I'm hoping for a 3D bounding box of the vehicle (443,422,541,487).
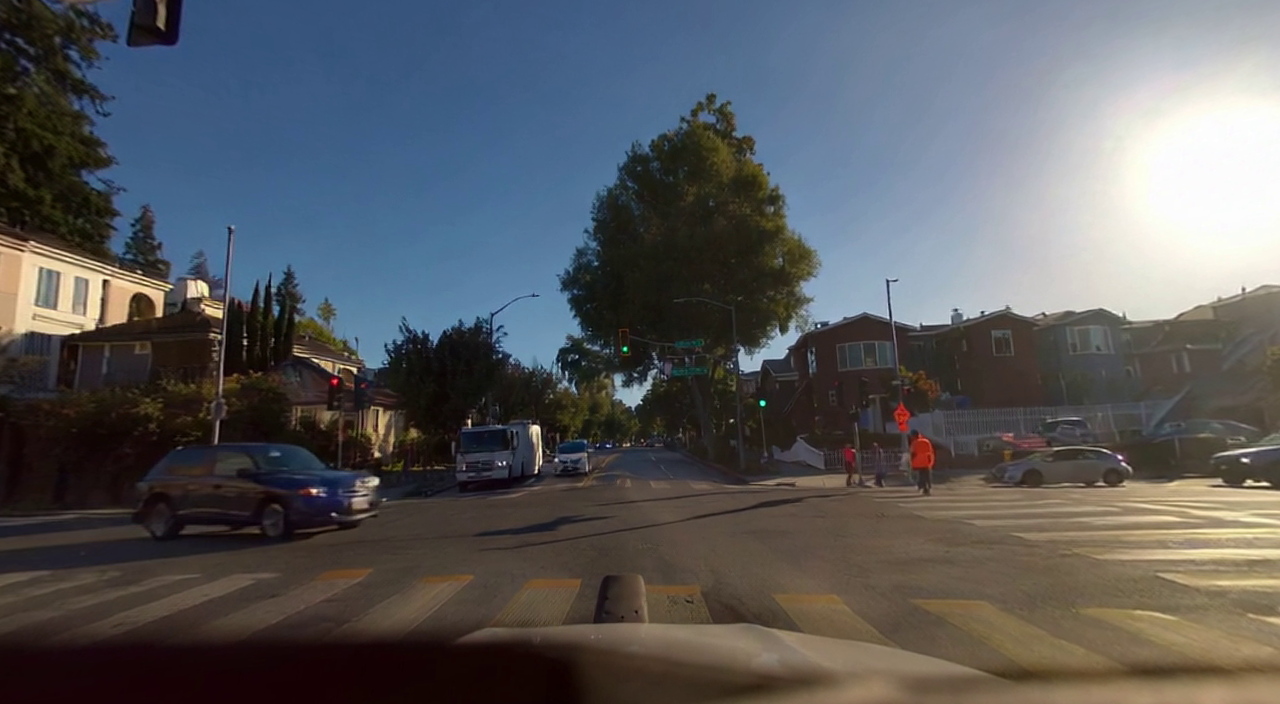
[{"bbox_3d":[-6.499,4.657,28.999,2.896,2.560,7.322,0,-9,-1],"label":"vehicle"}]

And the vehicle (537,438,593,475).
[{"bbox_3d":[-3.688,5.233,31.900,2.302,1.708,4.764,0,-9,0],"label":"vehicle"}]

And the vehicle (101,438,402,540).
[{"bbox_3d":[-7.148,2.514,11.981,4.390,1.700,2.048,-1,-9,5],"label":"vehicle"}]

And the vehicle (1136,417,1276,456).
[{"bbox_3d":[33.268,5.004,37.291,5.969,2.225,2.458,0,-9,-4],"label":"vehicle"}]

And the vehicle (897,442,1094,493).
[{"bbox_3d":[11.152,3.641,20.236,5.158,1.470,2.012,-4,-10,26],"label":"vehicle"}]
